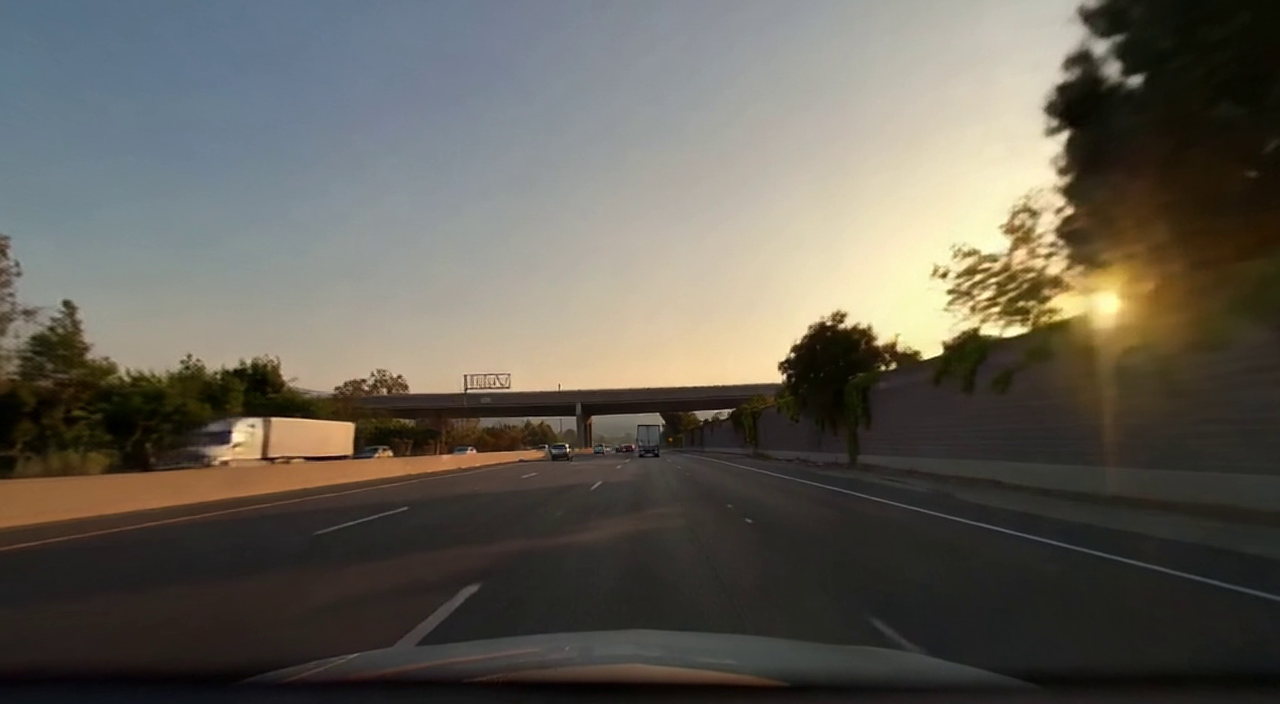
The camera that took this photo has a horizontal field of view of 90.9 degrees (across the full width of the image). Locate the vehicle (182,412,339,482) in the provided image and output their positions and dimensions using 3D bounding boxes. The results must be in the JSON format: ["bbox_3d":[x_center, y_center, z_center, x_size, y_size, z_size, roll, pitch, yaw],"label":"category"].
[{"bbox_3d":[-23.874,6.128,40.841,2.957,3.849,11.259,0,-8,1],"label":"vehicle"}]
